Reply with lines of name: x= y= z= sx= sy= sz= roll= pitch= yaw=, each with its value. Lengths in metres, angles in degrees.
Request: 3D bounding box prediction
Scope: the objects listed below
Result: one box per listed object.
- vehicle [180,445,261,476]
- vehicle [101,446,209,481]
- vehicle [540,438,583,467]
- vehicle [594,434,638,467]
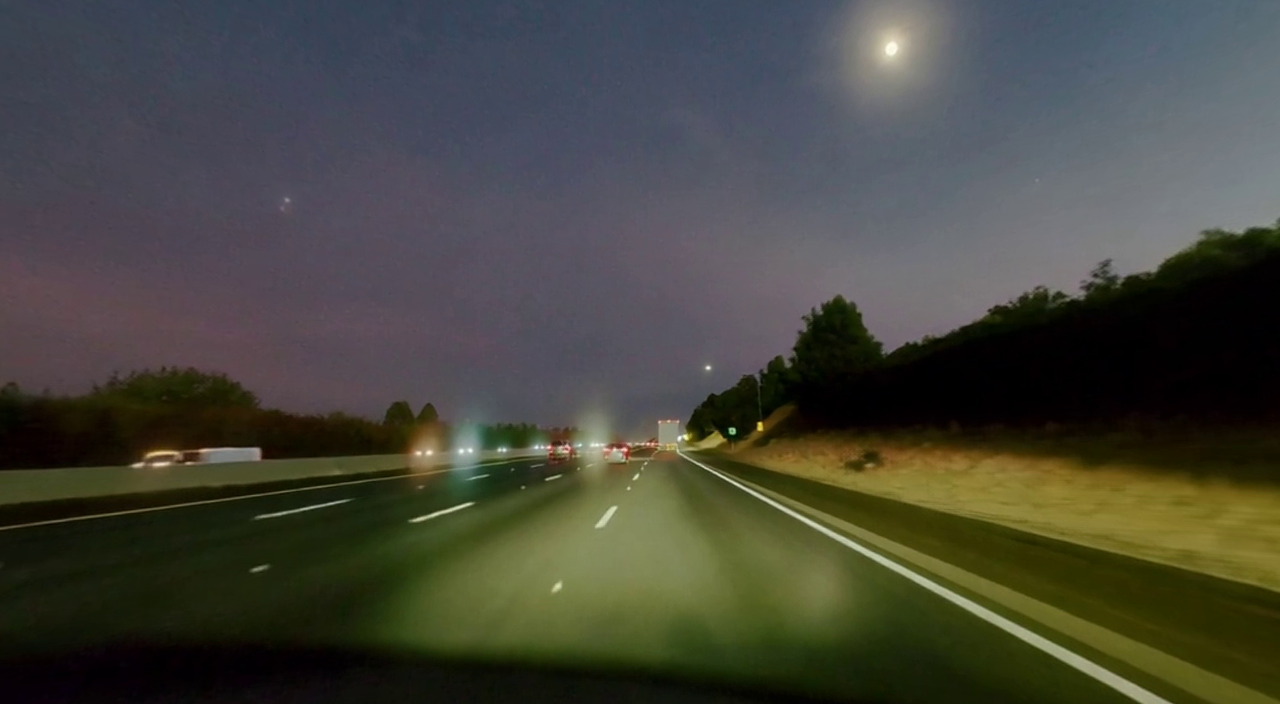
vehicle: x=-29.998 y=7.738 z=45.338 sx=2.582 sy=2.126 sz=4.439 roll=0 pitch=-8 yaw=2
vehicle: x=-30.237 y=6.925 z=39.639 sx=2.377 sy=2.013 sz=5.364 roll=0 pitch=-8 yaw=2
vehicle: x=-4.925 y=6.376 z=40.135 sx=2.062 sy=1.691 sz=4.278 roll=0 pitch=-8 yaw=2
vehicle: x=-1.330 y=5.894 z=37.949 sx=2.283 sy=1.802 sz=4.810 roll=0 pitch=-8 yaw=2
